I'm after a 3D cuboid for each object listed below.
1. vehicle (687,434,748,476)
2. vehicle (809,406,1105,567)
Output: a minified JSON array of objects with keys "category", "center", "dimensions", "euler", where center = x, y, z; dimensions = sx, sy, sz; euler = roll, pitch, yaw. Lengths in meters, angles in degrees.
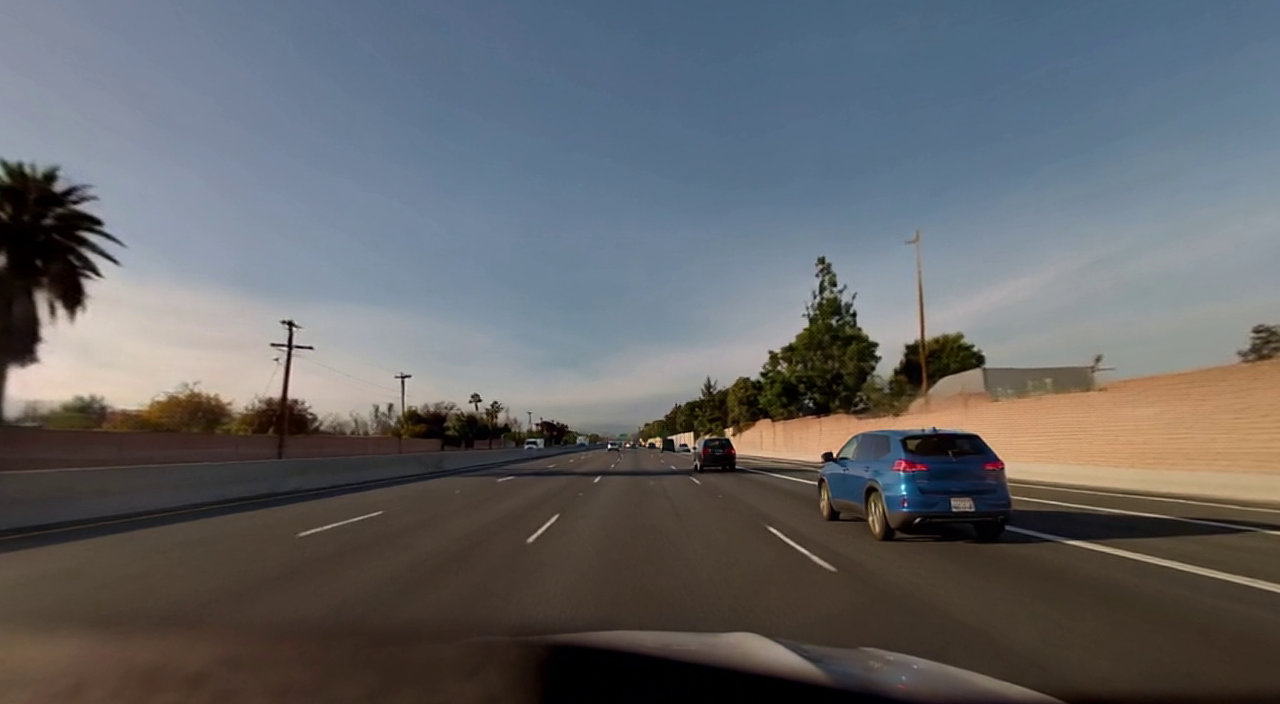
[{"category":"vehicle","center":[3.294,4.517,27.858],"dimensions":[2.045,1.688,4.313],"euler":[0,-8,-1]},{"category":"vehicle","center":[3.935,1.735,8.877],"dimensions":[1.910,1.696,4.187],"euler":[0,-8,-1]}]
